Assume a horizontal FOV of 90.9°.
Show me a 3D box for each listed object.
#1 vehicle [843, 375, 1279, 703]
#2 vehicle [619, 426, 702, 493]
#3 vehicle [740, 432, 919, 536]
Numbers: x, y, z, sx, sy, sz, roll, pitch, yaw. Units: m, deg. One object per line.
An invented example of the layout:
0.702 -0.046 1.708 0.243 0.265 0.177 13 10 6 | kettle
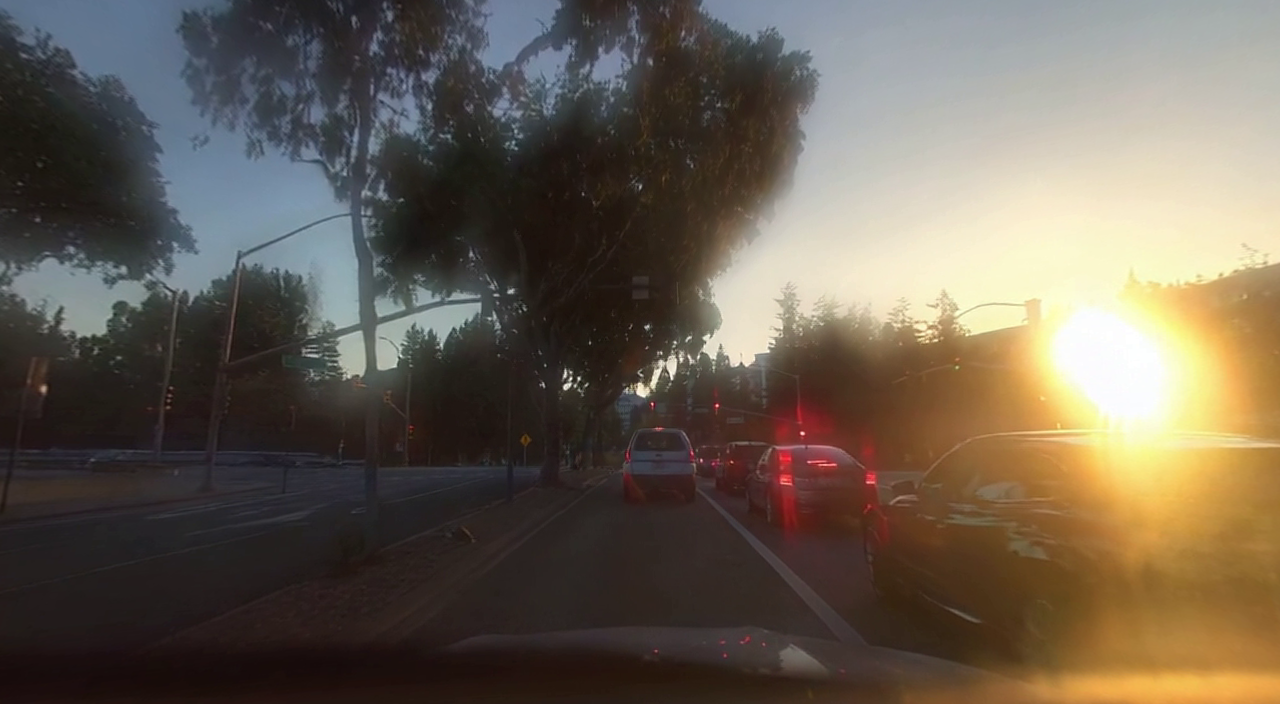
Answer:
2.969 1.129 3.919 2.078 1.578 4.107 0 -8 1 | vehicle
0.538 3.256 19.483 2.245 1.800 4.522 0 -8 -1 | vehicle
3.096 2.201 11.363 1.956 1.477 4.285 0 -7 1 | vehicle
